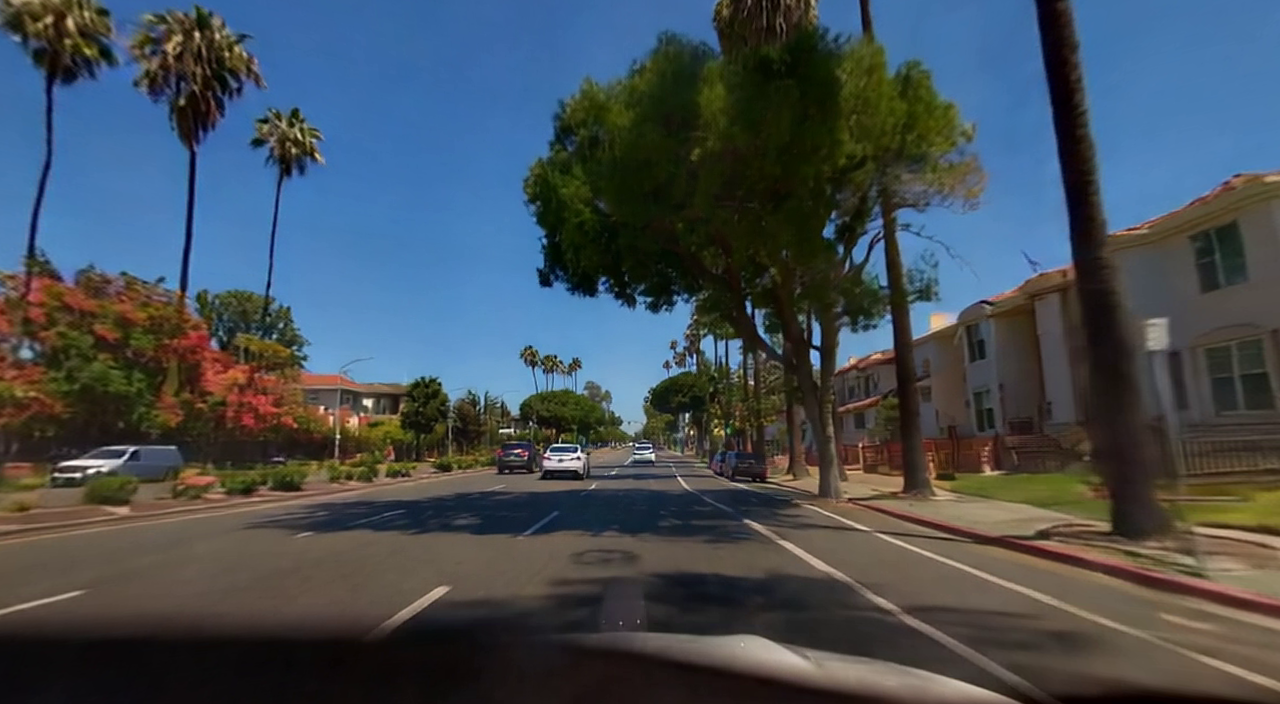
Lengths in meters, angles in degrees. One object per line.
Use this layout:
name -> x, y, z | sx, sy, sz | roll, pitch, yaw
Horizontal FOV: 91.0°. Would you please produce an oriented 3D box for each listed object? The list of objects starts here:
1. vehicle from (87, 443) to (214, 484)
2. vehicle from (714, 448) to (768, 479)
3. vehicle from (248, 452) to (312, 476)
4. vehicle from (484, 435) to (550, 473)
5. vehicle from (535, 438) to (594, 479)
vehicle -> -25.172, 5.716, 32.710 | 2.116, 1.947, 5.507 | 0, -9, 0
vehicle -> 5.147, 5.752, 32.719 | 1.994, 1.507, 4.173 | 1, -9, -2
vehicle -> -25.477, 7.908, 44.703 | 1.838, 1.516, 4.484 | 0, -9, 1
vehicle -> -6.943, 5.883, 36.483 | 2.457, 2.010, 6.330 | 0, -9, 1
vehicle -> -3.547, 5.108, 30.428 | 2.116, 1.806, 4.516 | 0, -9, 2
